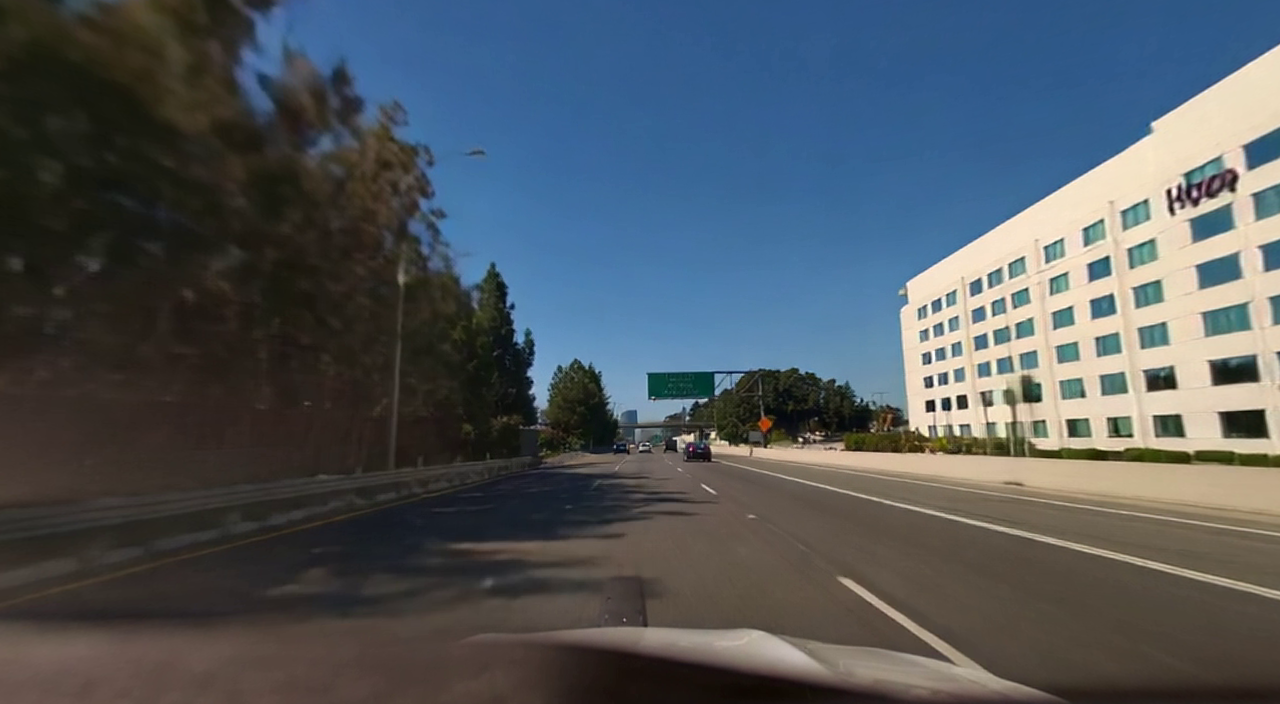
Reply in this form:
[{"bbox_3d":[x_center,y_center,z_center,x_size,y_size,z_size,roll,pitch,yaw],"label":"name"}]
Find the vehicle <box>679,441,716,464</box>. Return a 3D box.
[{"bbox_3d":[3.916,6.919,43.544,2.069,1.431,4.313,0,-8,-1],"label":"vehicle"}]
